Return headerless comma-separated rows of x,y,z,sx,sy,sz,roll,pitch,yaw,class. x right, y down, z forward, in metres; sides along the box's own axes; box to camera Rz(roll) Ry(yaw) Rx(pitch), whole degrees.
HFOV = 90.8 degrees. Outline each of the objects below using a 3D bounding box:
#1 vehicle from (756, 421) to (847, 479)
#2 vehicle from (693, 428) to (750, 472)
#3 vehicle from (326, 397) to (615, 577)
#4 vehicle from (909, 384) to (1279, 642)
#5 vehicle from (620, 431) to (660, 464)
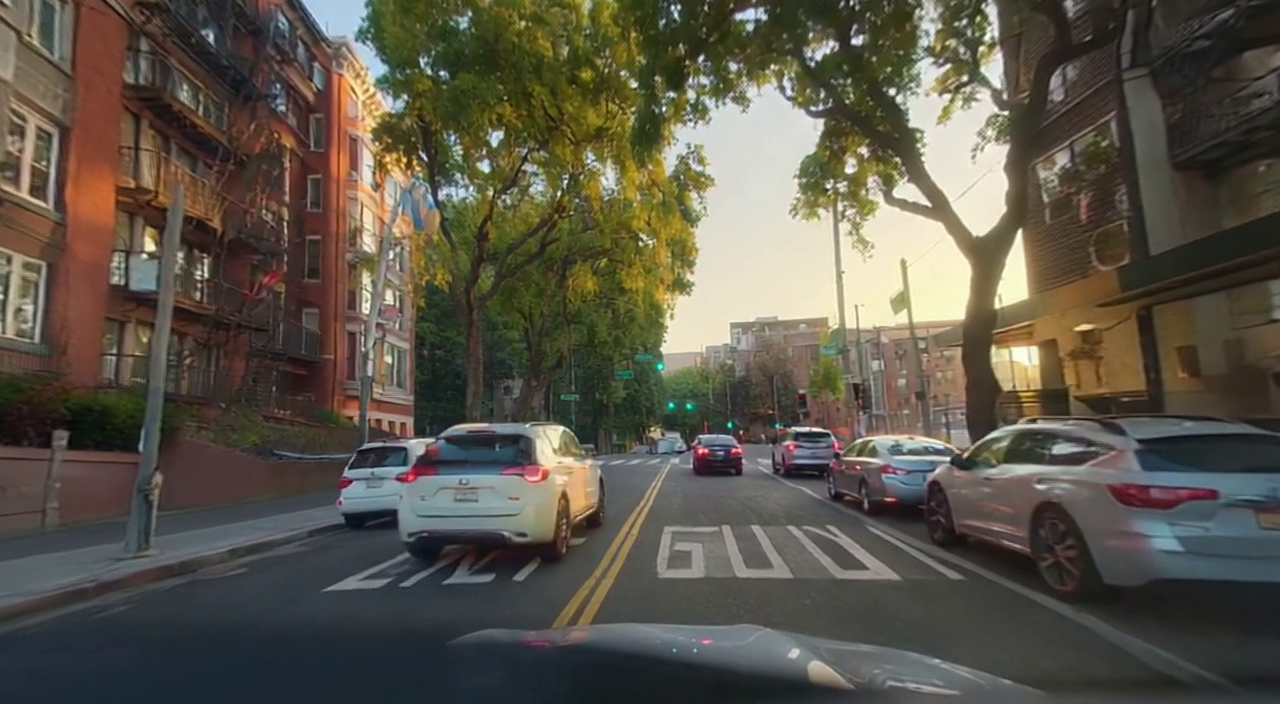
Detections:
5.664,3.545,22.939,2.093,1.815,5.441,-1,-8,3,vehicle
3.354,4.027,26.011,2.111,1.619,4.077,-2,-8,8,vehicle
-1.899,1.790,9.253,2.333,1.832,5.200,-1,-8,6,vehicle
4.451,1.313,6.137,1.883,1.601,4.305,-1,-8,2,vehicle
0.060,5.466,36.227,1.979,1.723,3.849,-1,-8,4,vehicle
